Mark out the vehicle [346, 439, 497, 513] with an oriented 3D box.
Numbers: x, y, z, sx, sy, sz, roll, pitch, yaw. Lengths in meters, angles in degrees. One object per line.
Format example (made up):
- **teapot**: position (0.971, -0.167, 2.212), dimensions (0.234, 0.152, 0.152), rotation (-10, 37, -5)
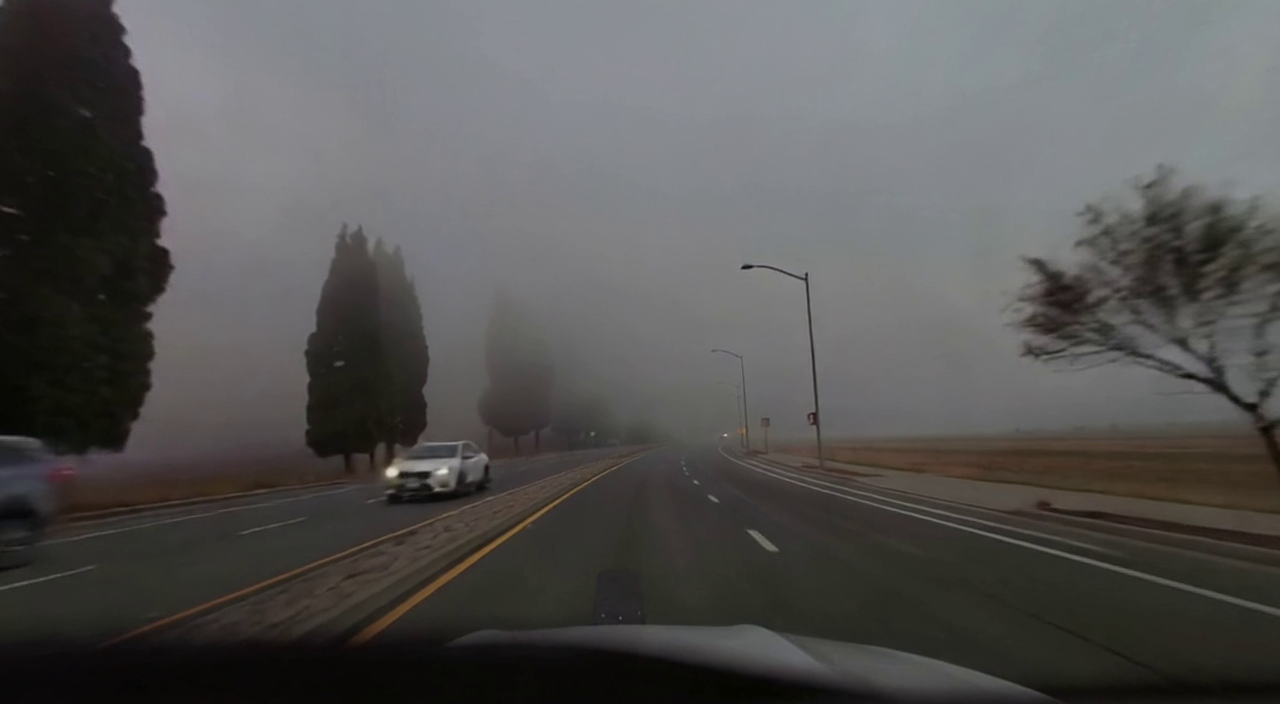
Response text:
- **vehicle**: position (-4.817, 2.765, 14.632), dimensions (1.989, 1.461, 4.081), rotation (0, -8, 1)
